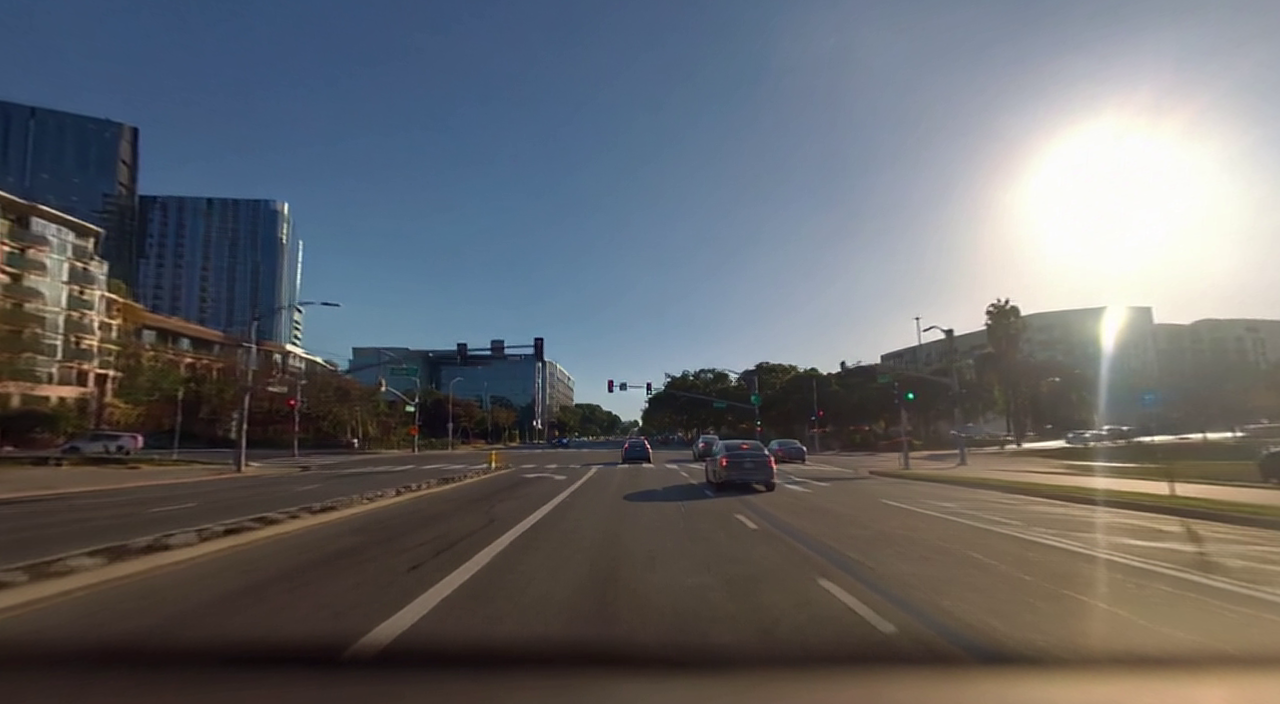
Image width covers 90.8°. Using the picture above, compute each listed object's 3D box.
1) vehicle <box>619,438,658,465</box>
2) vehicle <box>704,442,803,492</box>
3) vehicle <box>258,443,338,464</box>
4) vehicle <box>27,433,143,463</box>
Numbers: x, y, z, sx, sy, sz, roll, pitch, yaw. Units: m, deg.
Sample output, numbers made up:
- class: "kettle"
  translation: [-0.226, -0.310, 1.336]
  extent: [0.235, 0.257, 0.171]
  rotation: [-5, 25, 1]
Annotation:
- class: "vehicle"
  translation: [-0.077, 5.759, 36.847]
  extent: [2.143, 1.480, 4.006]
  rotation: [0, -8, -1]
- class: "vehicle"
  translation: [3.286, 3.422, 19.280]
  extent: [2.080, 1.321, 4.382]
  rotation: [0, -8, -2]
- class: "vehicle"
  translation: [-25.200, 7.469, 46.665]
  extent: [4.751, 1.501, 2.147]
  rotation: [-1, -8, 5]
- class: "vehicle"
  translation: [-29.903, 5.193, 34.134]
  extent: [4.469, 1.501, 1.990]
  rotation: [-1, -9, 3]
